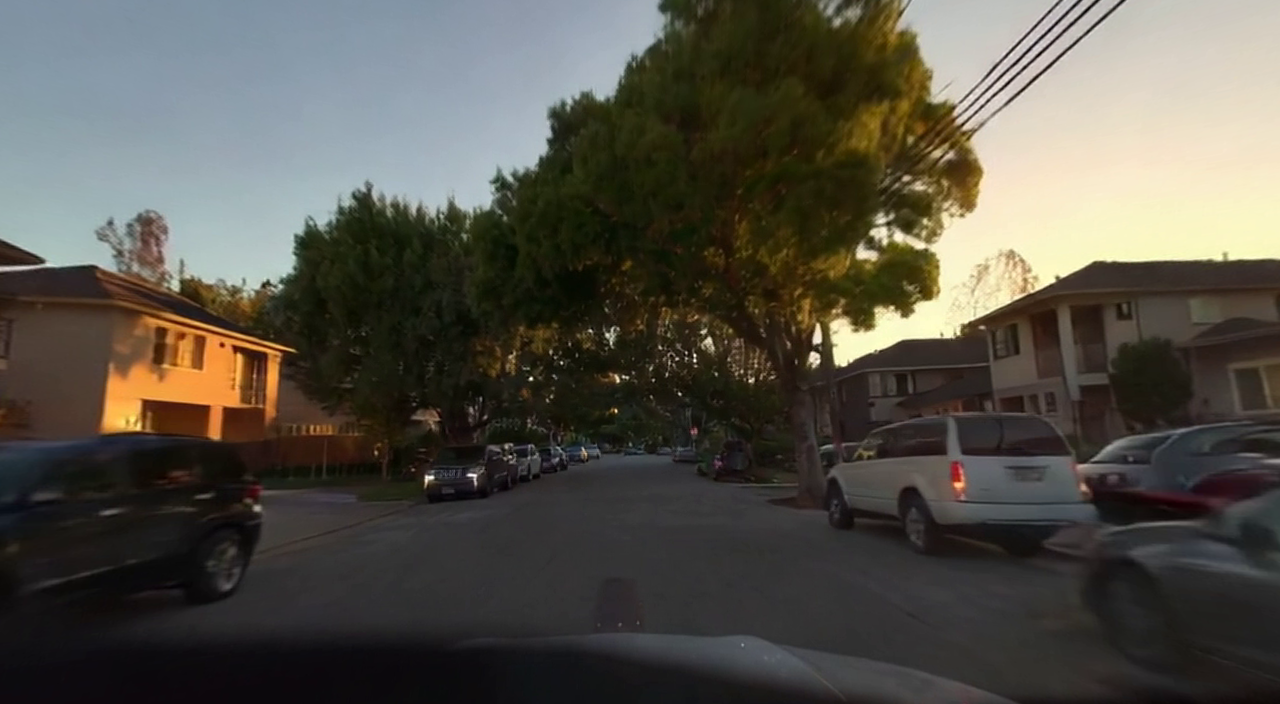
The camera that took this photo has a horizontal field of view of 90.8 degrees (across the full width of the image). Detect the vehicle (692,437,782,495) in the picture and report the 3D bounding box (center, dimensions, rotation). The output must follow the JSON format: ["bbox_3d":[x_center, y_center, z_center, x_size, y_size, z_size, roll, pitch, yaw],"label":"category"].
[{"bbox_3d":[3.595,4.331,24.710,2.415,1.963,5.688,0,-8,-2],"label":"vehicle"}]

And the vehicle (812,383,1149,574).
[{"bbox_3d":[4.957,1.954,10.618,2.384,2.317,5.579,0,-8,-1],"label":"vehicle"}]

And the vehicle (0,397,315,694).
[{"bbox_3d":[-5.018,1.443,5.254,2.022,1.822,5.002,-1,-9,-1],"label":"vehicle"}]

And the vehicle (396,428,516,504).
[{"bbox_3d":[-4.968,3.187,17.794,2.035,1.822,4.348,0,-10,0],"label":"vehicle"}]

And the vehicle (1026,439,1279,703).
[{"bbox_3d":[4.193,1.129,2.588,1.850,1.516,5.066,0,-8,-3],"label":"vehicle"}]
